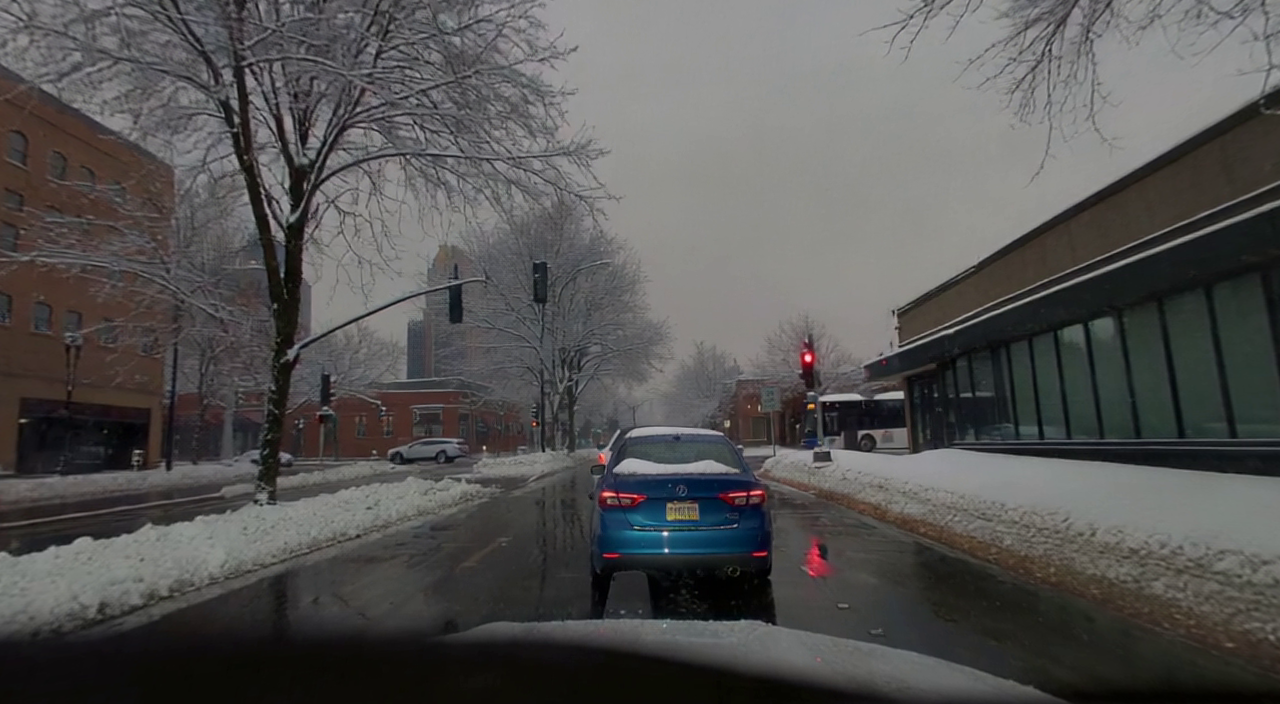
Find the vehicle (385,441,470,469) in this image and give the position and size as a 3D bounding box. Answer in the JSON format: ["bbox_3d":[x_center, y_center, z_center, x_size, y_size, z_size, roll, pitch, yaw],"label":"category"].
[{"bbox_3d":[-13.212,6.414,39.470,4.561,1.645,1.892,7,-11,-39],"label":"vehicle"}]

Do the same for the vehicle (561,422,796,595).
[{"bbox_3d":[0.361,1.631,7.386,2.006,1.470,3.799,0,-8,1],"label":"vehicle"}]

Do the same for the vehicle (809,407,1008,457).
[{"bbox_3d":[20.532,6.250,49.071,13.811,3.706,2.997,-1,-9,4],"label":"vehicle"}]

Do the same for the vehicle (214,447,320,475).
[{"bbox_3d":[-21.244,6.179,36.166,1.883,1.461,4.830,-5,-10,31],"label":"vehicle"}]

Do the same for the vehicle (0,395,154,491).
[{"bbox_3d":[-25.954,3.641,25.317,2.692,3.685,10.153,-3,-9,20],"label":"vehicle"}]
